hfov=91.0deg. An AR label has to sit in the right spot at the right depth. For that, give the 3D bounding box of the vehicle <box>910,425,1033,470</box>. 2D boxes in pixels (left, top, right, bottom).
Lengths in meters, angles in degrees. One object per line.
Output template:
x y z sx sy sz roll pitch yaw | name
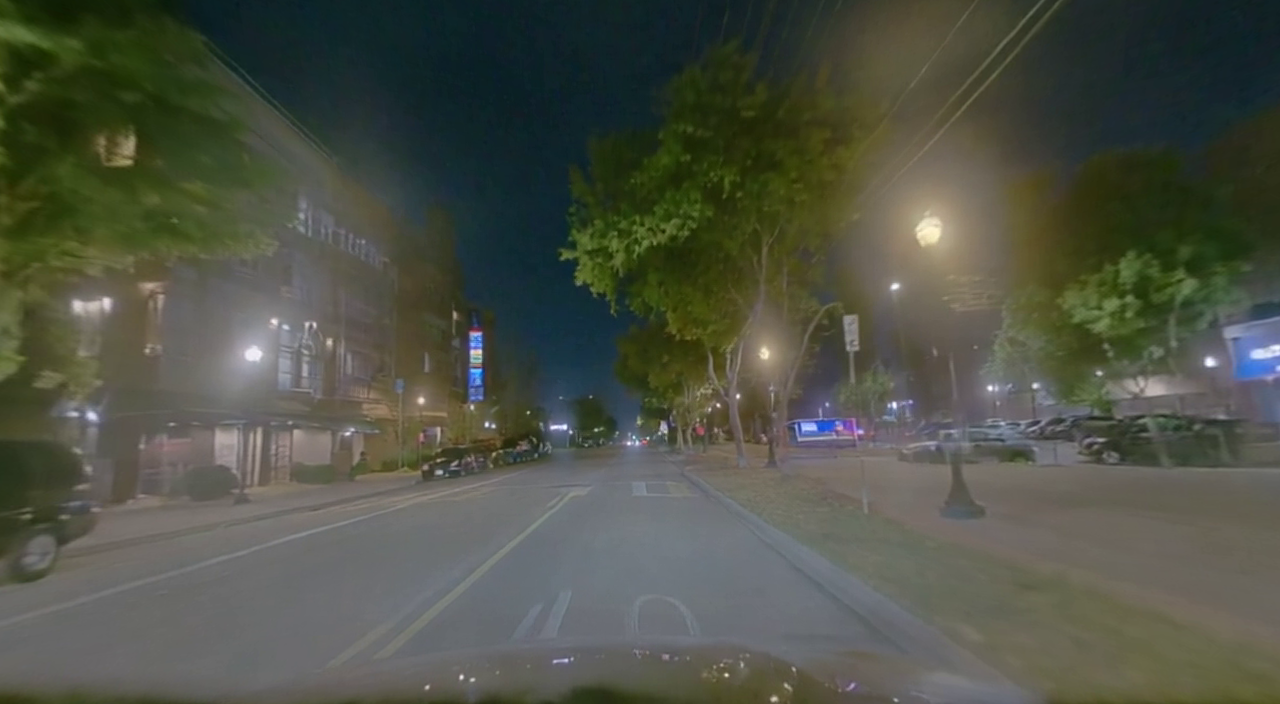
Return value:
11.733 3.419 22.684 1.950 1.429 4.589 0 -8 0 | vehicle

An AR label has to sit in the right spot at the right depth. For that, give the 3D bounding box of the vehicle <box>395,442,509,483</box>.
-8.738 5.131 29.520 1.879 1.543 4.778 -13 -13 43 | vehicle

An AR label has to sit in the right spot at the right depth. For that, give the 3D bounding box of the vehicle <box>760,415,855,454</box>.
10.867 5.375 41.075 5.453 1.794 2.011 -7 -6 -1 | vehicle

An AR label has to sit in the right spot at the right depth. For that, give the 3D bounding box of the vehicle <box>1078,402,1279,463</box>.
19.483 3.023 23.216 2.266 1.971 5.467 1 -8 -6 | vehicle

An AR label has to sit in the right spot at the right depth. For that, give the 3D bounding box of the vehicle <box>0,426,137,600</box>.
-7.481 1.600 5.900 1.950 1.743 4.312 -1 -7 0 | vehicle

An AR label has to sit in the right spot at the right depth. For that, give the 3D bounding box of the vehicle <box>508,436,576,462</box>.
-6.993 6.977 45.470 2.050 1.758 4.585 -7 -11 41 | vehicle

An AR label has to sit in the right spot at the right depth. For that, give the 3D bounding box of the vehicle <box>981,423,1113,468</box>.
14.734 3.445 23.150 1.934 1.477 4.373 0 -8 0 | vehicle
